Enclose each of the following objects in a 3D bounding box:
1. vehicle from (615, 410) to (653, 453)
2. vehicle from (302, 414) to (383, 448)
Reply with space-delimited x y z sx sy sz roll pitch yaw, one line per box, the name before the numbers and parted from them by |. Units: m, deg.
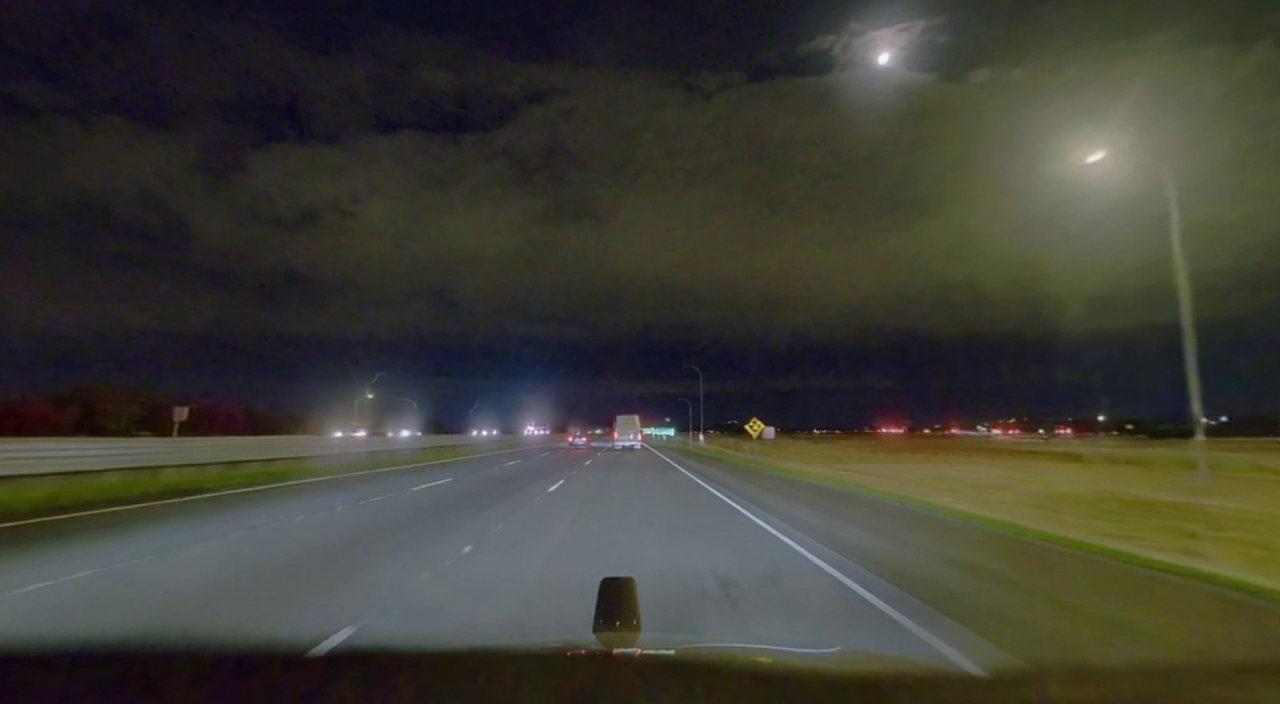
vehicle | -0.522 5.526 43.544 2.418 2.704 6.445 0 -8 -2
vehicle | -16.536 4.473 35.269 2.019 1.739 5.123 0 -8 0
